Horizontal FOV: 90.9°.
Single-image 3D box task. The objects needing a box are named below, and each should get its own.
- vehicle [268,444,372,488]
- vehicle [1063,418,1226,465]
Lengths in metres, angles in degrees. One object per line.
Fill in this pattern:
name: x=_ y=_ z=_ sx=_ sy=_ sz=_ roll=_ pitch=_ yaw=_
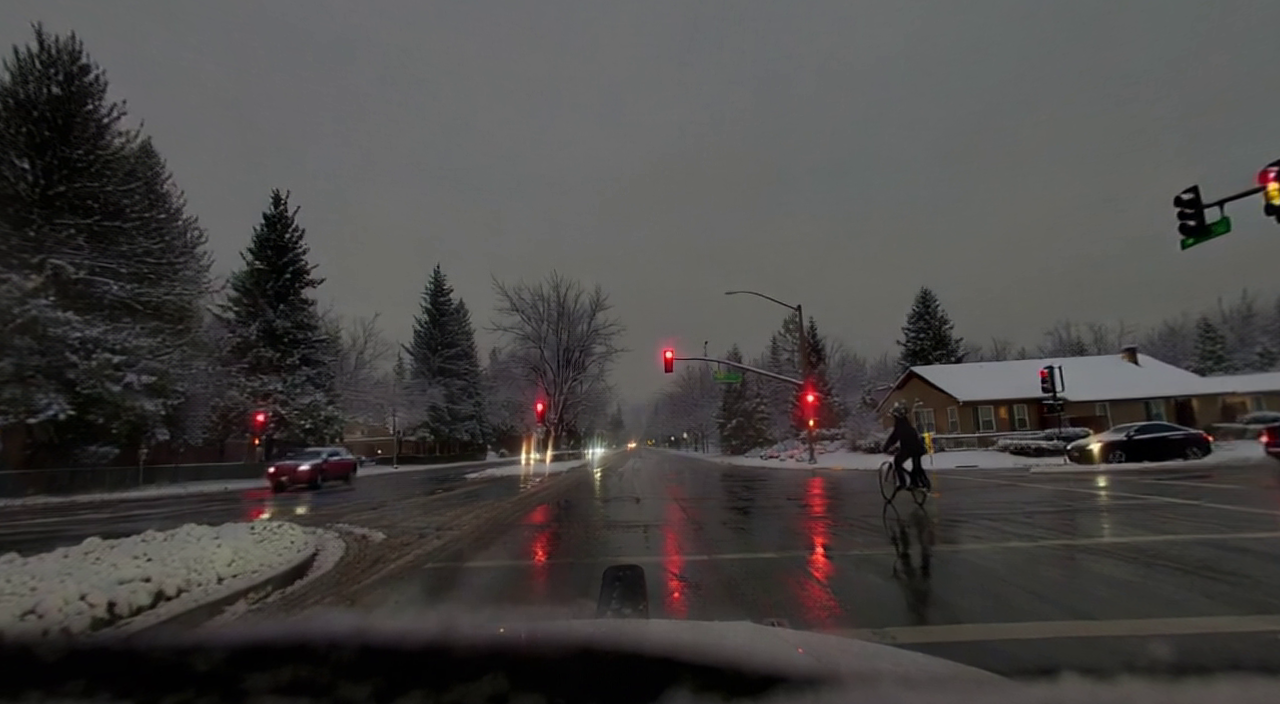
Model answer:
vehicle: x=-14.089 y=5.017 z=28.108 sx=2.148 sy=1.753 sz=4.558 roll=0 pitch=-9 yaw=1
vehicle: x=17.306 y=3.100 z=21.773 sx=3.969 sy=1.493 sz=1.823 roll=0 pitch=-9 yaw=1
